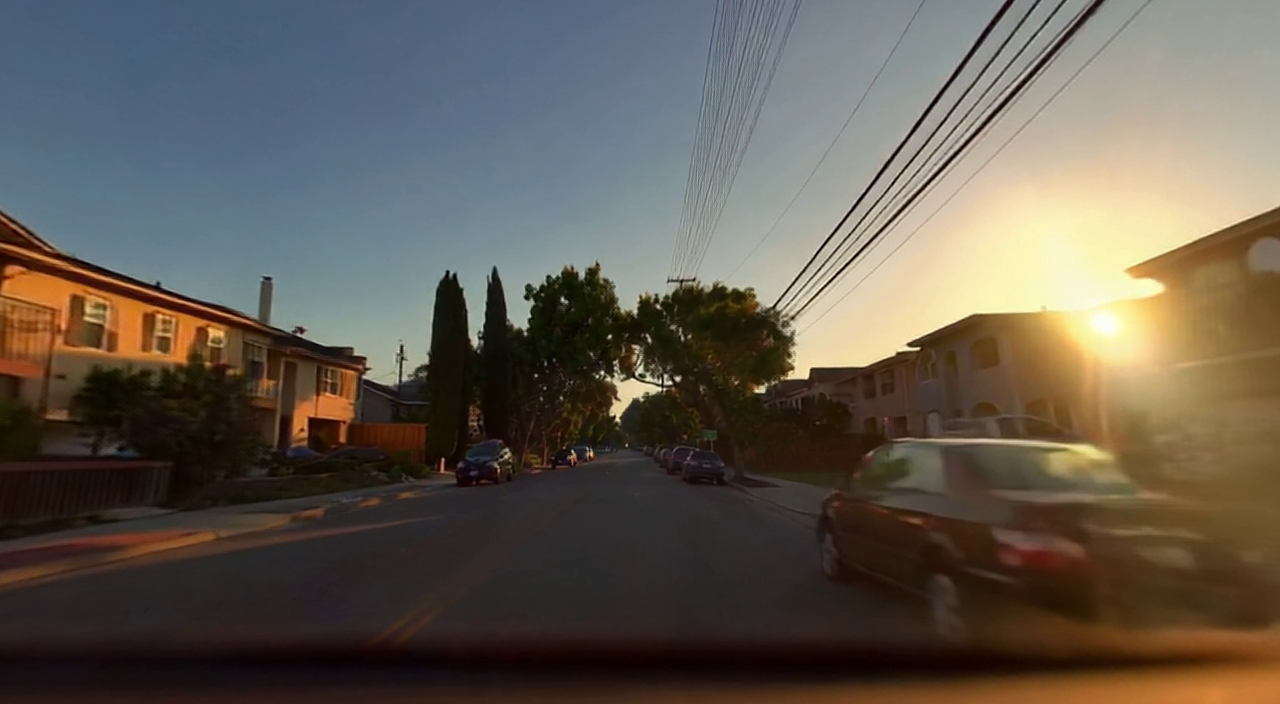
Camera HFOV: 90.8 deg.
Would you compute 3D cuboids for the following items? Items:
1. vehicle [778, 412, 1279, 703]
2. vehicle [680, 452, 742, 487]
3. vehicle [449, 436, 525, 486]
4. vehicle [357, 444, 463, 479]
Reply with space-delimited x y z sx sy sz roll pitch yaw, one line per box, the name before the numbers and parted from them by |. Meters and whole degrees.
vehicle | 2.754 1.375 5.089 2.273 1.530 4.416 0 -9 0
vehicle | 2.790 4.714 25.630 1.827 1.286 3.684 1 -9 -5
vehicle | -6.588 4.868 27.827 2.156 1.932 4.518 -2 -12 1
vehicle | -11.739 5.605 32.514 4.529 1.677 2.204 0 -9 0
